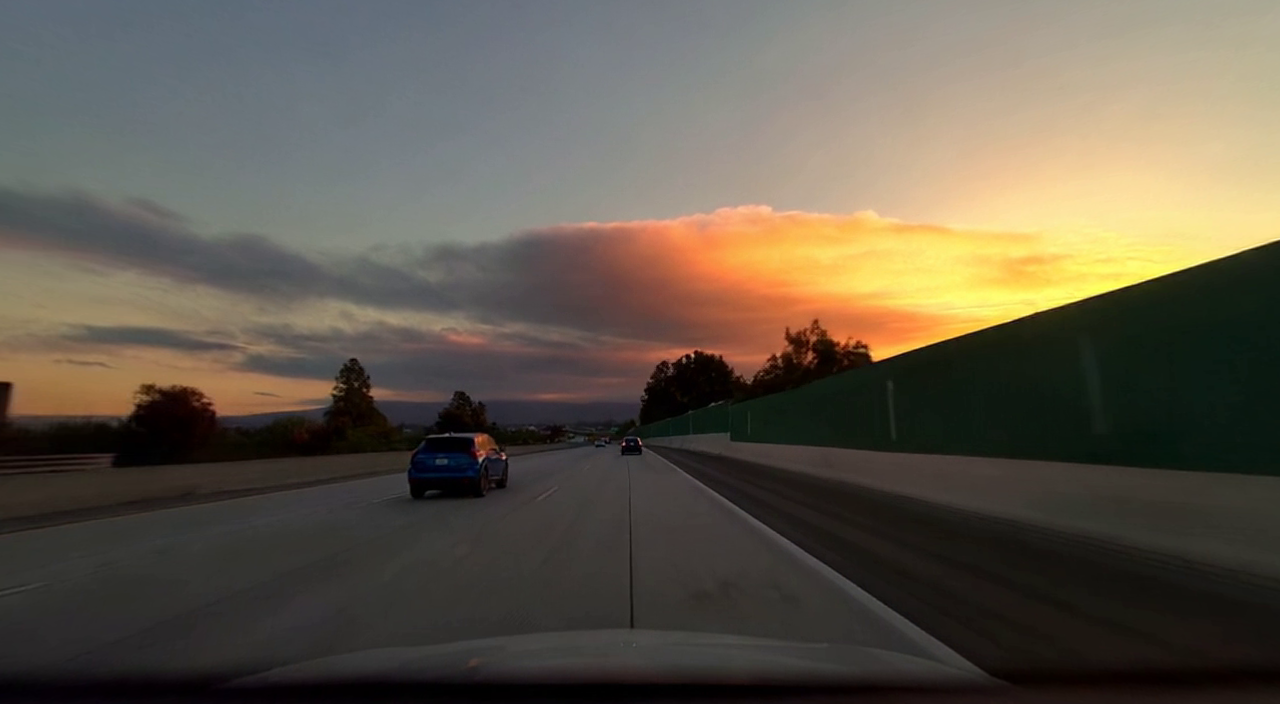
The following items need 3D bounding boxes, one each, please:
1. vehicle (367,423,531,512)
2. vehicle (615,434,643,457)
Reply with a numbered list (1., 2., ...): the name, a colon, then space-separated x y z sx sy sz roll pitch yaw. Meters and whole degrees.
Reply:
1. vehicle: -3.793 2.358 13.579 2.072 1.545 4.767 0 -8 0
2. vehicle: -0.764 6.396 43.344 1.836 1.450 3.519 0 -8 -1
